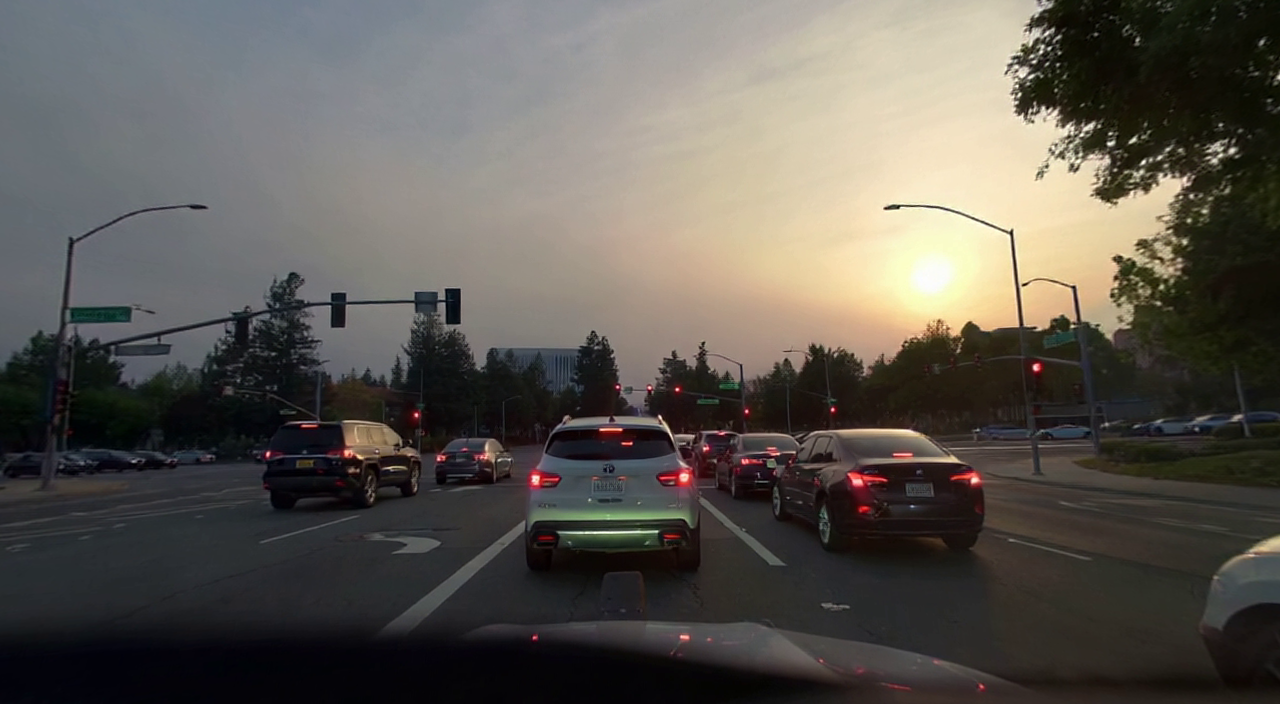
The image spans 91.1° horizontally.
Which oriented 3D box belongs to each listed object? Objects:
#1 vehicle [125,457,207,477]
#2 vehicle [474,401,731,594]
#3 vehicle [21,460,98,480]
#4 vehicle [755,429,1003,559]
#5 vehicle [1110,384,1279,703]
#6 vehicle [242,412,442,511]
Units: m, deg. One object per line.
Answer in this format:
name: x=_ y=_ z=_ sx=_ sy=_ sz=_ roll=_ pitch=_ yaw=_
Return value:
vehicle: x=-37.308 y=9.031 z=49.504 sx=4.914 sy=1.487 sz=1.850 roll=0 pitch=-8 yaw=0
vehicle: x=-0.318 y=1.585 z=7.649 sx=2.256 sy=1.694 sz=4.055 roll=0 pitch=-8 yaw=0
vehicle: x=-45.665 y=9.258 z=49.433 sx=4.232 sy=1.498 sz=1.791 roll=0 pitch=-8 yaw=1
vehicle: x=3.160 y=1.970 z=9.501 sx=1.971 sy=1.473 sz=4.495 roll=0 pitch=-8 yaw=0
vehicle: x=3.308 y=0.669 z=0.846 sx=1.980 sy=1.515 sz=4.362 roll=0 pitch=-8 yaw=1
vehicle: x=-6.719 y=2.549 z=15.021 sx=2.214 sy=1.953 sz=5.017 roll=0 pitch=-8 yaw=1
